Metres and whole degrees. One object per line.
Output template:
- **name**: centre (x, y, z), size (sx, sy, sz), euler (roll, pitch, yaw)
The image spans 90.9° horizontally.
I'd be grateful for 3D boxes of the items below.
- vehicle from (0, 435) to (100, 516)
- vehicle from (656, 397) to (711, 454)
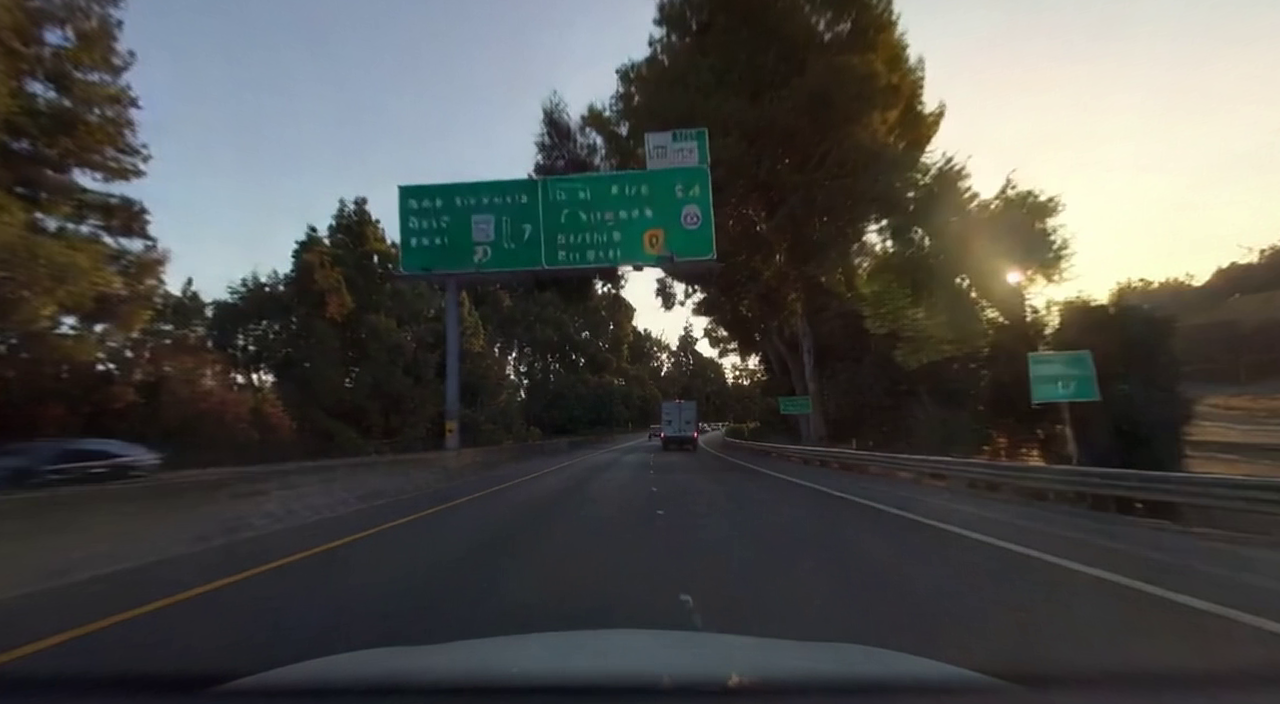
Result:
- **vehicle**: centre (-14.251, 2.552, 13.072), size (2.112, 1.654, 4.481), euler (0, -8, 0)
- **vehicle**: centre (2.926, 5.357, 45.265), size (3.200, 3.651, 8.416), euler (0, -8, -1)
